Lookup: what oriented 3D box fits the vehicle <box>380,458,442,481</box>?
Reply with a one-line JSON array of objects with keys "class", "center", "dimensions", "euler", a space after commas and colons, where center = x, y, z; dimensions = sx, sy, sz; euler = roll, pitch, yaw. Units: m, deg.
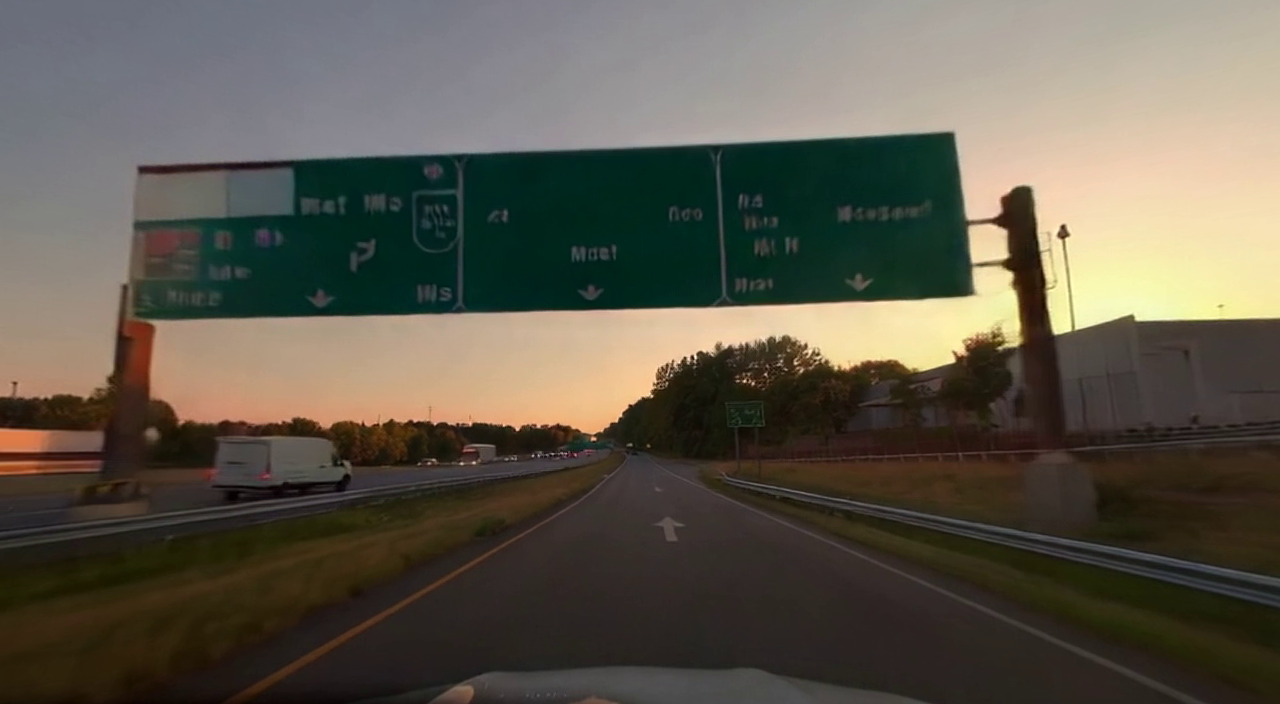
[{"class": "vehicle", "center": [-16.754, 8.609, 46.463], "dimensions": [2.230, 1.503, 4.692], "euler": [-2, -9, 9]}]

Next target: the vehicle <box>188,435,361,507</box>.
[{"class": "vehicle", "center": [-15.721, 5.167, 28.056], "dimensions": [2.344, 2.702, 7.709], "euler": [-1, -9, 7]}]
